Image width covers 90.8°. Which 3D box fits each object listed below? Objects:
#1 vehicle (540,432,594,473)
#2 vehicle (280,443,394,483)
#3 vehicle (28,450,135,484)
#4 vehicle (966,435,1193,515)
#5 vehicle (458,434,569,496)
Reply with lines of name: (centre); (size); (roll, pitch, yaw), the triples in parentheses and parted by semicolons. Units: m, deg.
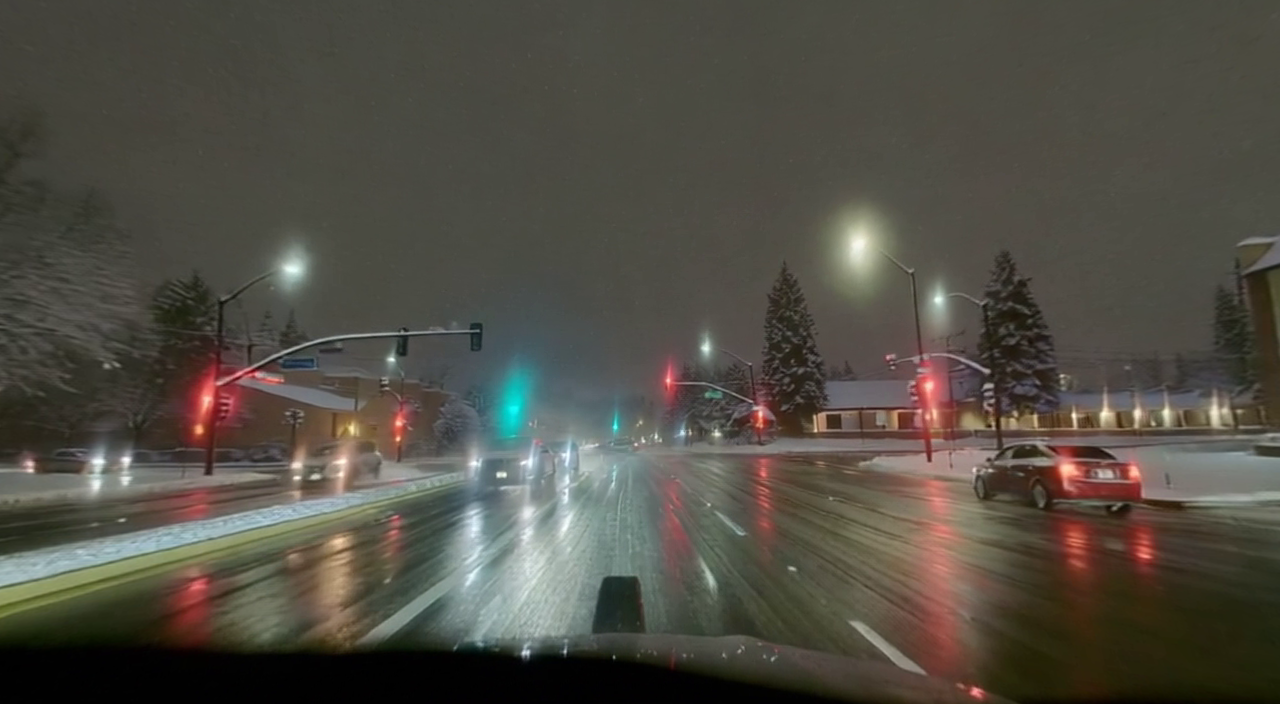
vehicle: (-3.334, 4.720, 29.798); (2.040, 1.775, 4.433); (0, -8, 0)
vehicle: (-12.228, 4.469, 25.848); (1.873, 1.485, 4.382); (-2, -9, 11)
vehicle: (-28.047, 5.733, 31.721); (5.228, 1.539, 2.009); (-4, -9, 25)
vehicle: (9.276, 2.607, 13.903); (1.936, 1.460, 4.258); (0, -8, 1)
vehicle: (-3.366, 3.124, 17.888); (2.121, 1.481, 4.708); (0, -8, 1)
